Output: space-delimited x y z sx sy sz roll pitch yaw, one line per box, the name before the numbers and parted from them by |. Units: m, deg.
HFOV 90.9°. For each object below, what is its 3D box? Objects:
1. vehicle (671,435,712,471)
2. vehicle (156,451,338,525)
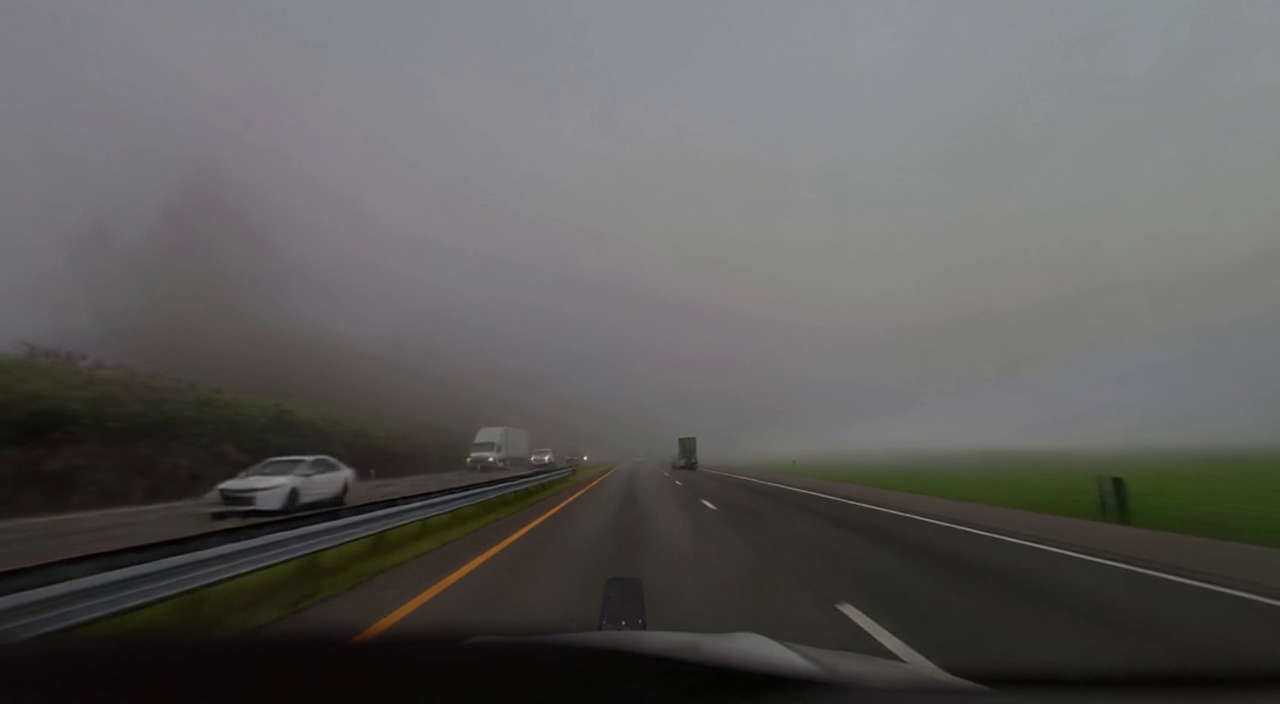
vehicle | 3.827 7.727 48.170 2.472 2.562 5.594 0 -9 -2
vehicle | -8.924 3.064 14.743 1.848 1.478 3.697 0 -9 0
